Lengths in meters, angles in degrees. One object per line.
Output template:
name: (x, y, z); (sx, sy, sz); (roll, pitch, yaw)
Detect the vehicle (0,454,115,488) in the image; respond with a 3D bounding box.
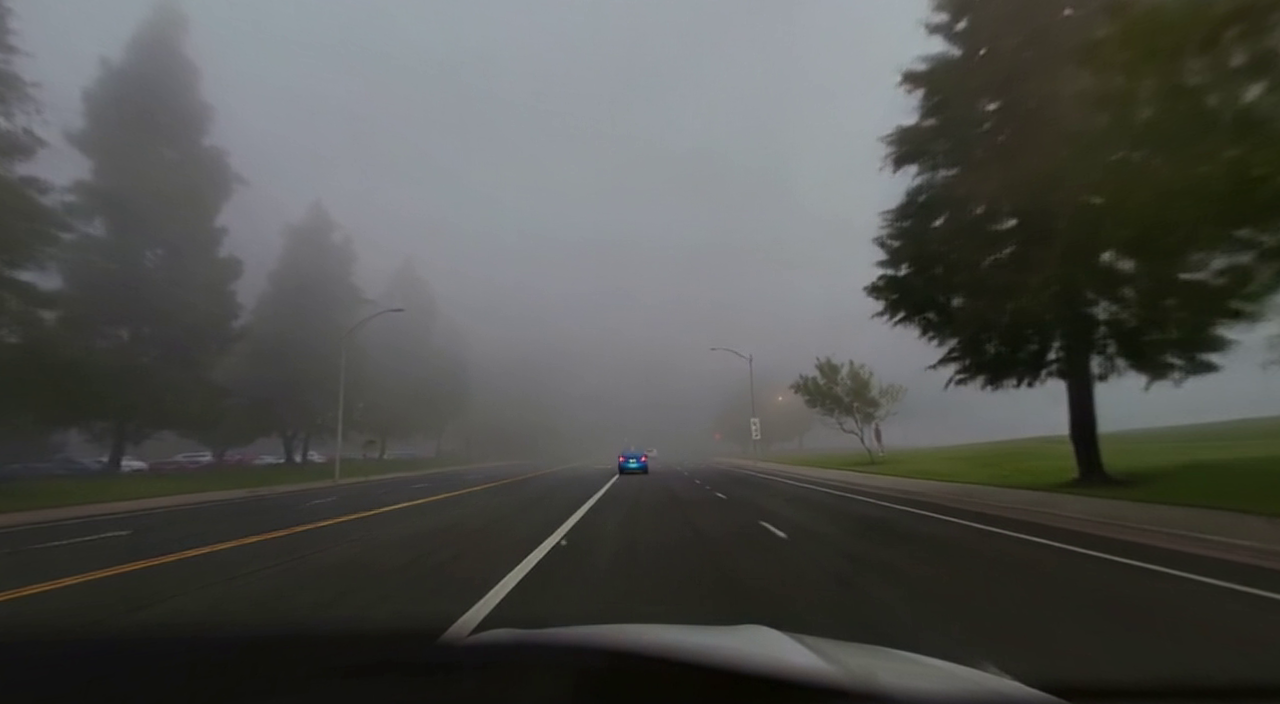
vehicle: (-30.244, 6.133, 32.645); (4.392, 1.602, 1.860); (0, -8, 0)

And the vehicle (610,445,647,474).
vehicle: (-0.655, 6.028, 35.732); (1.978, 1.499, 3.915); (0, -8, -1)
